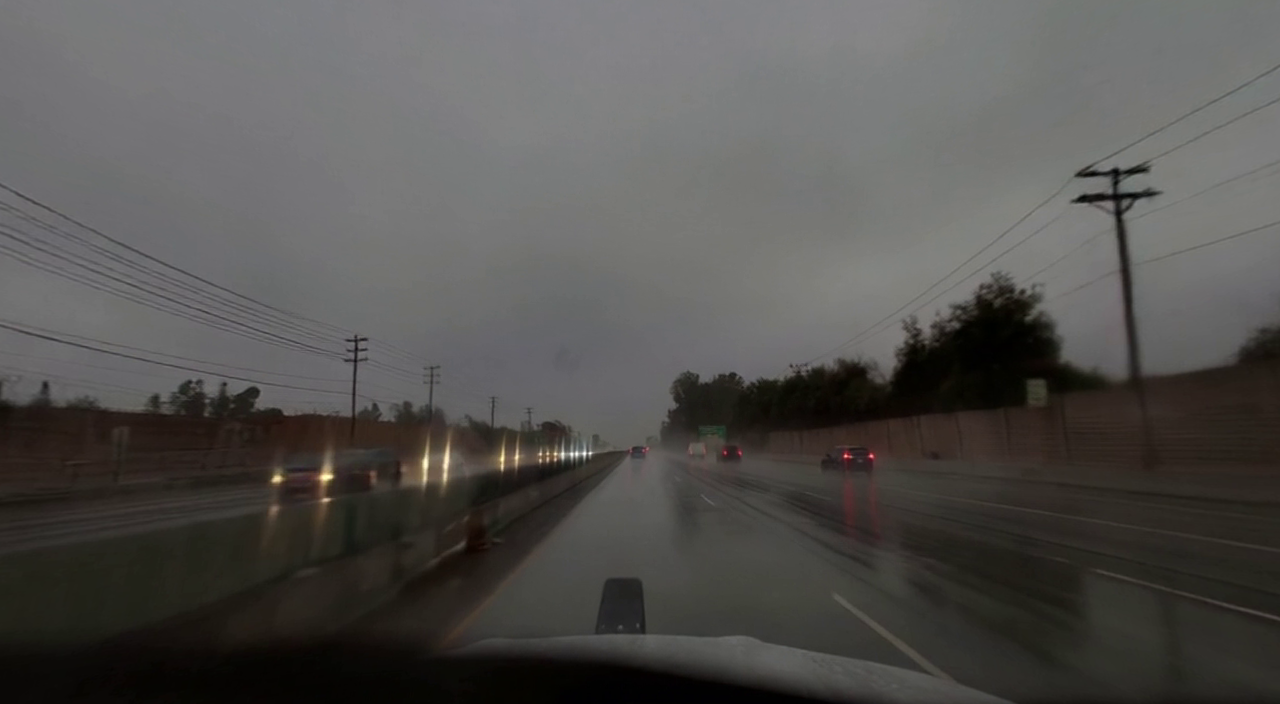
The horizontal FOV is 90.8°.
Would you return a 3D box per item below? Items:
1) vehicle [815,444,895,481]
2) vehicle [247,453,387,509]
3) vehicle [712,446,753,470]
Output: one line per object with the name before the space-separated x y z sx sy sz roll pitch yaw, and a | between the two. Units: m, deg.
vehicle | 9.654 4.978 28.785 1.969 1.506 4.422 0 -9 -1
vehicle | -9.971 3.970 19.987 1.989 1.498 4.593 0 -9 0
vehicle | 6.437 7.386 44.252 2.069 1.520 4.614 0 -9 -1
